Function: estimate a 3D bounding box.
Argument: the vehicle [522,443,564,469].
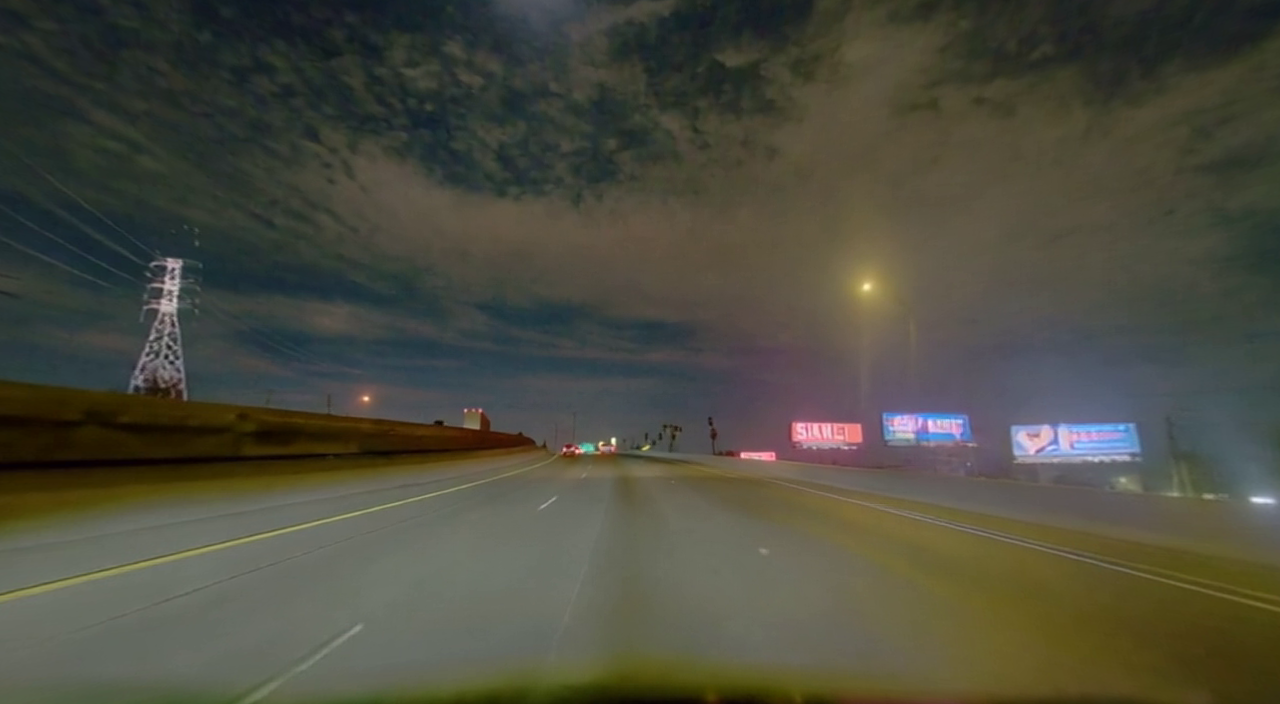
[{"bbox_3d":[-5.597,6.021,36.931,1.921,1.420,4.078,0,-8,-2],"label":"vehicle"}]
